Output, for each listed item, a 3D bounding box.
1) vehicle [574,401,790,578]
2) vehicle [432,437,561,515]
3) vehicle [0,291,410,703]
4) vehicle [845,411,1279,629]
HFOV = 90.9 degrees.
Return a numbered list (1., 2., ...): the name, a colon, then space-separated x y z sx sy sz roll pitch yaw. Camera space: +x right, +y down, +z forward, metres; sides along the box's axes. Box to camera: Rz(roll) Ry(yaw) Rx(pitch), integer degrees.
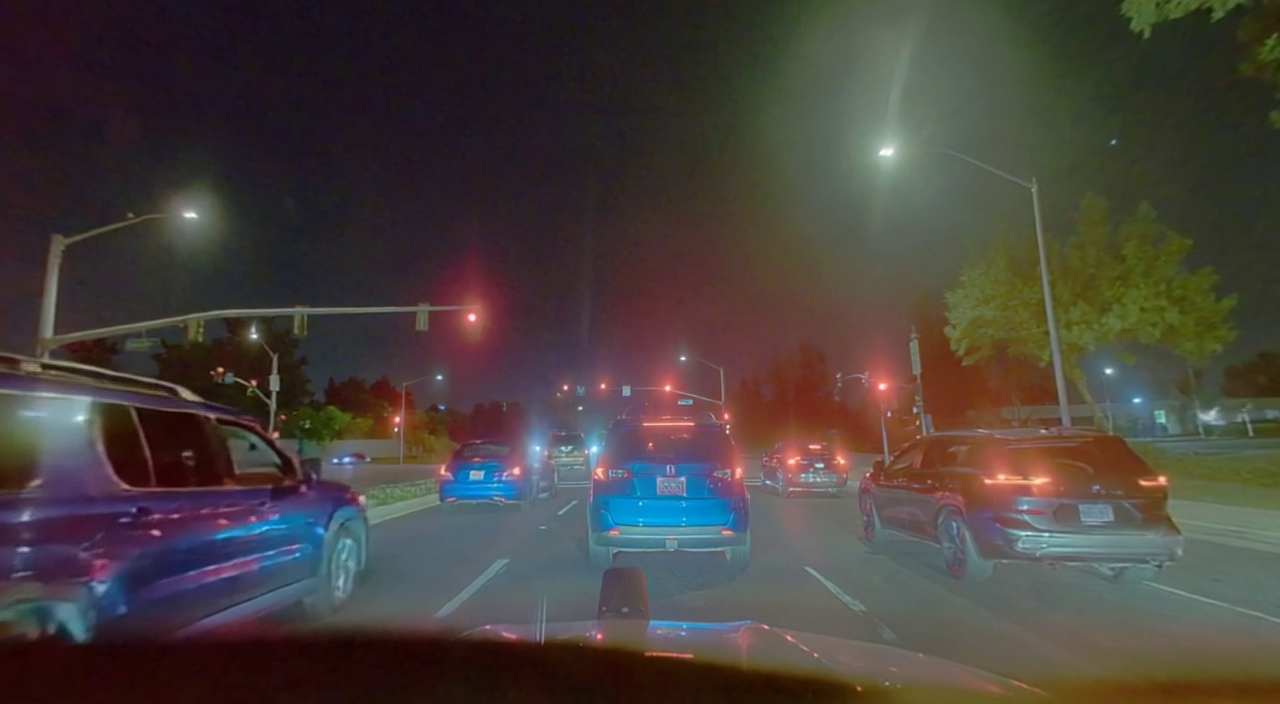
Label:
1. vehicle: 0.417 1.704 8.587 2.172 1.764 4.338 0 -8 0
2. vehicle: -3.037 2.713 14.343 1.876 1.497 4.308 0 -8 1
3. vehicle: -3.115 0.881 3.142 2.054 1.814 4.941 0 -8 0
4. vehicle: 3.900 1.538 6.735 1.954 1.592 3.992 0 -8 -2
